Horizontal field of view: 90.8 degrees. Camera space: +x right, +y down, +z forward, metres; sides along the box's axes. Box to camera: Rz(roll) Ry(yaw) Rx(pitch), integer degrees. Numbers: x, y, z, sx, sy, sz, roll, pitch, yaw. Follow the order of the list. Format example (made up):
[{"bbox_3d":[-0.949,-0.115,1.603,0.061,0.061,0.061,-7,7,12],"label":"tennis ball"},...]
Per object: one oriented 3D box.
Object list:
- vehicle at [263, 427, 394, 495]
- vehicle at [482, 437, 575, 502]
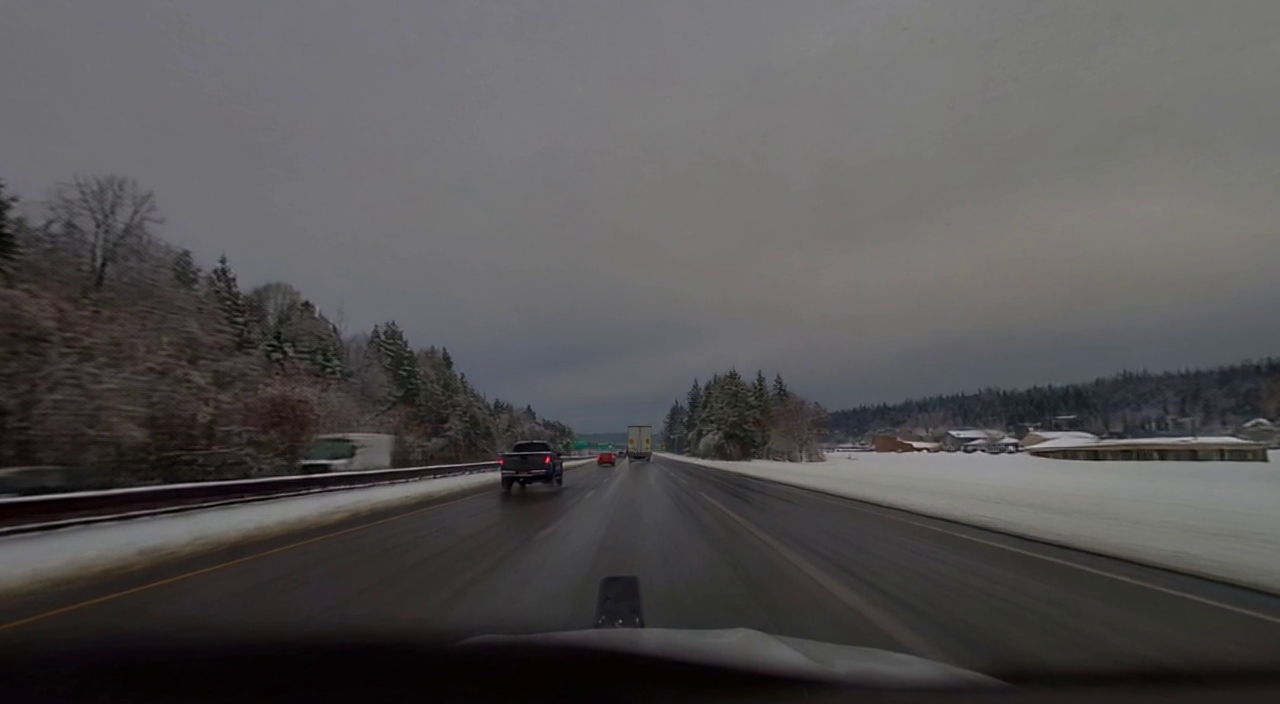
[{"bbox_3d":[-12.330,4.383,25.583,2.248,2.417,5.896,0,-9,0],"label":"vehicle"},{"bbox_3d":[-3.452,3.756,20.555,2.079,1.845,4.654,0,-9,1],"label":"vehicle"}]
